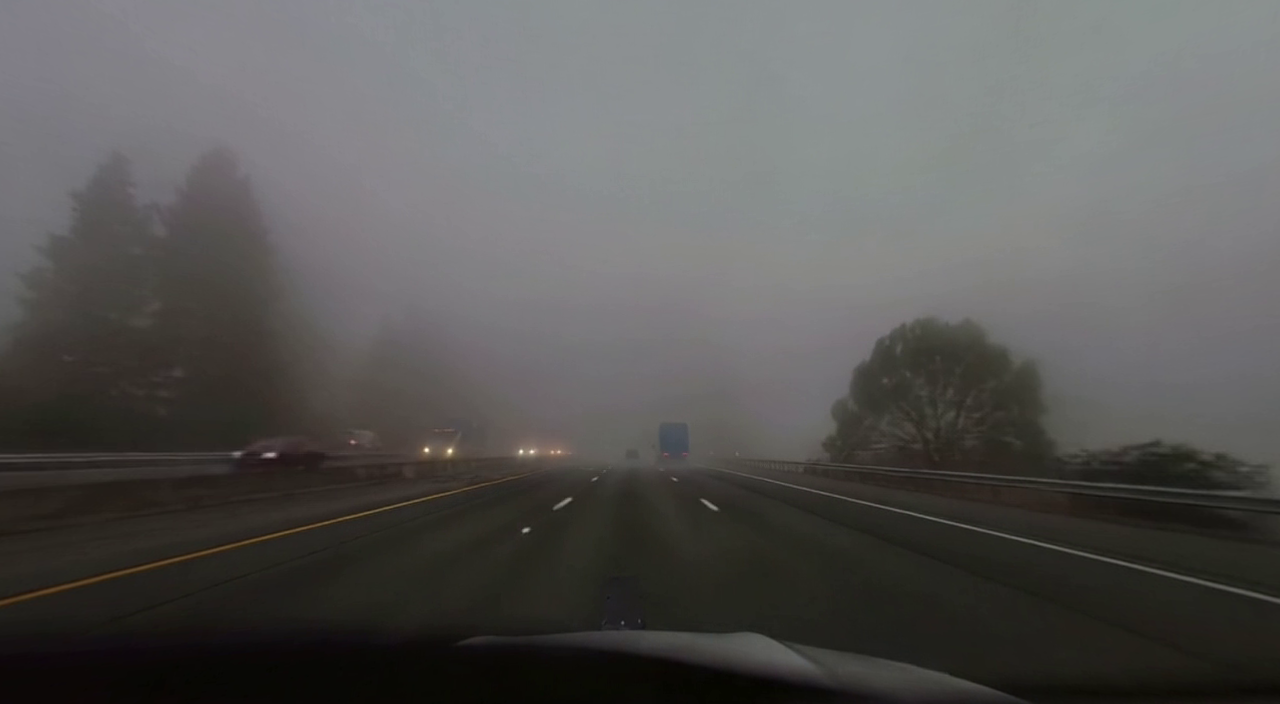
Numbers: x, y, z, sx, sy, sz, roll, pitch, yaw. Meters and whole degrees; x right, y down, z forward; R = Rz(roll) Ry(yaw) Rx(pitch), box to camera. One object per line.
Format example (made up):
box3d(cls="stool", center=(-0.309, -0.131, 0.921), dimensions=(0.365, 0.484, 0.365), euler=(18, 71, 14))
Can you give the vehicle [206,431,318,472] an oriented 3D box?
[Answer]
box3d(cls="vehicle", center=(-15.366, 4.094, 25.937), dimensions=(1.893, 1.506, 4.359), euler=(0, -9, -1))
